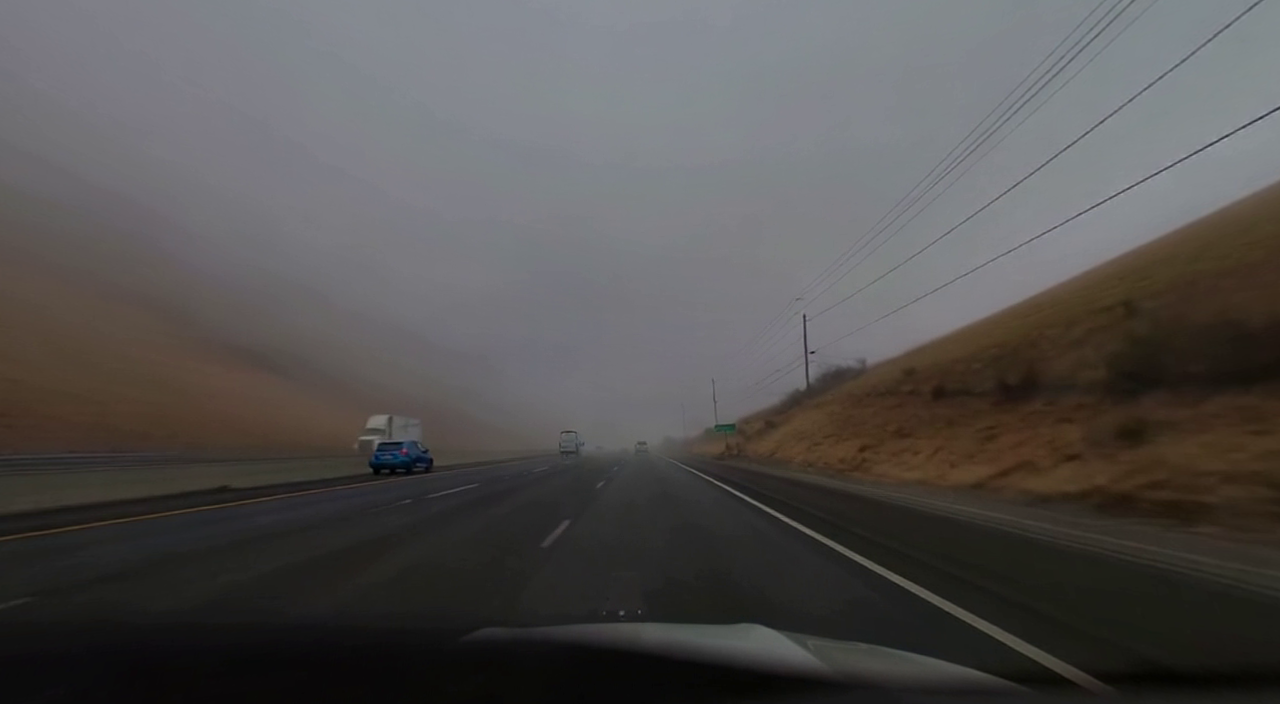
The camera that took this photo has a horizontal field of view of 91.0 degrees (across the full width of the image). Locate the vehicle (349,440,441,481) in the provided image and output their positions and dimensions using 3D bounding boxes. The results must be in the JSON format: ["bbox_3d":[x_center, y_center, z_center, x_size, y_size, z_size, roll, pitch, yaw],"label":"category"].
[{"bbox_3d":[-10.349,4.607,27.057,1.971,1.558,4.847,0,-8,0],"label":"vehicle"}]
